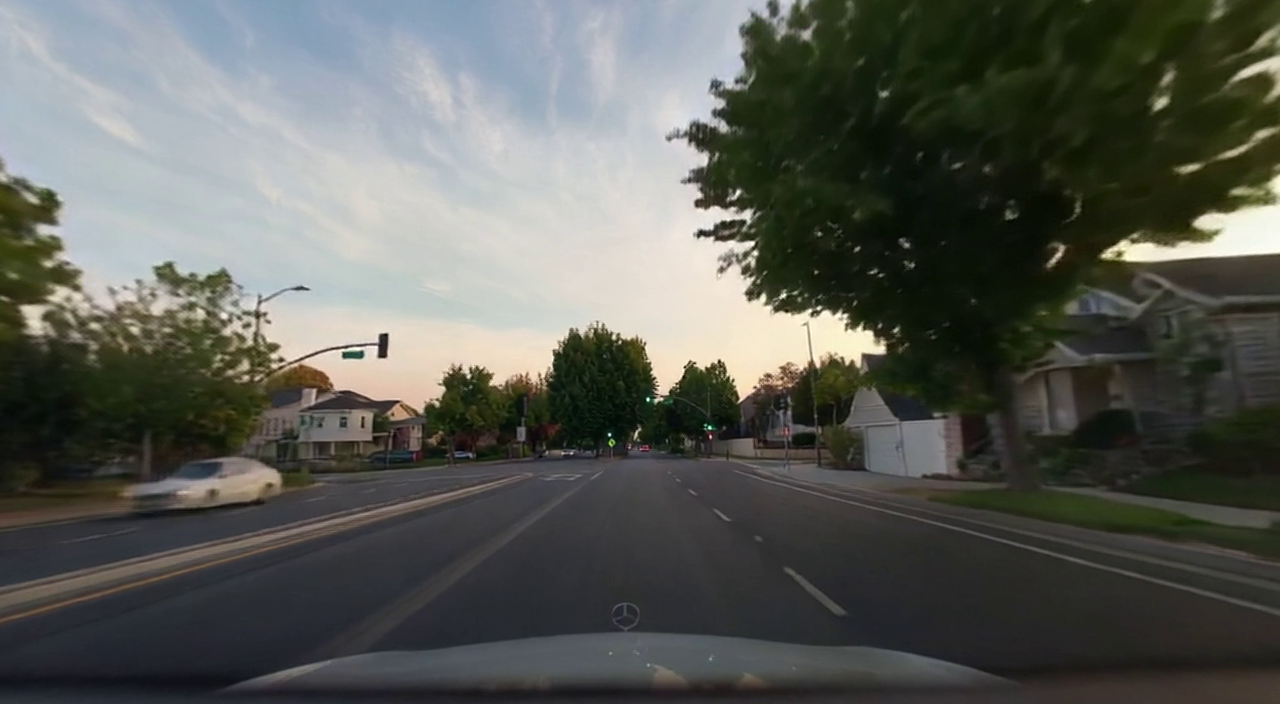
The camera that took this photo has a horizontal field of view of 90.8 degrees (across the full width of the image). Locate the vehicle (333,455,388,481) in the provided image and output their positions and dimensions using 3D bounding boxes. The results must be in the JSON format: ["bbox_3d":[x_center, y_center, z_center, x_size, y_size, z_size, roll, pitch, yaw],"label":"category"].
[{"bbox_3d":[-17.483,7.184,39.382,2.018,1.500,4.433,6,-11,-37],"label":"vehicle"}]

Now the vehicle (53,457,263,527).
[{"bbox_3d":[-12.604,3.634,17.037,1.923,1.516,4.735,0,-9,0],"label":"vehicle"}]
